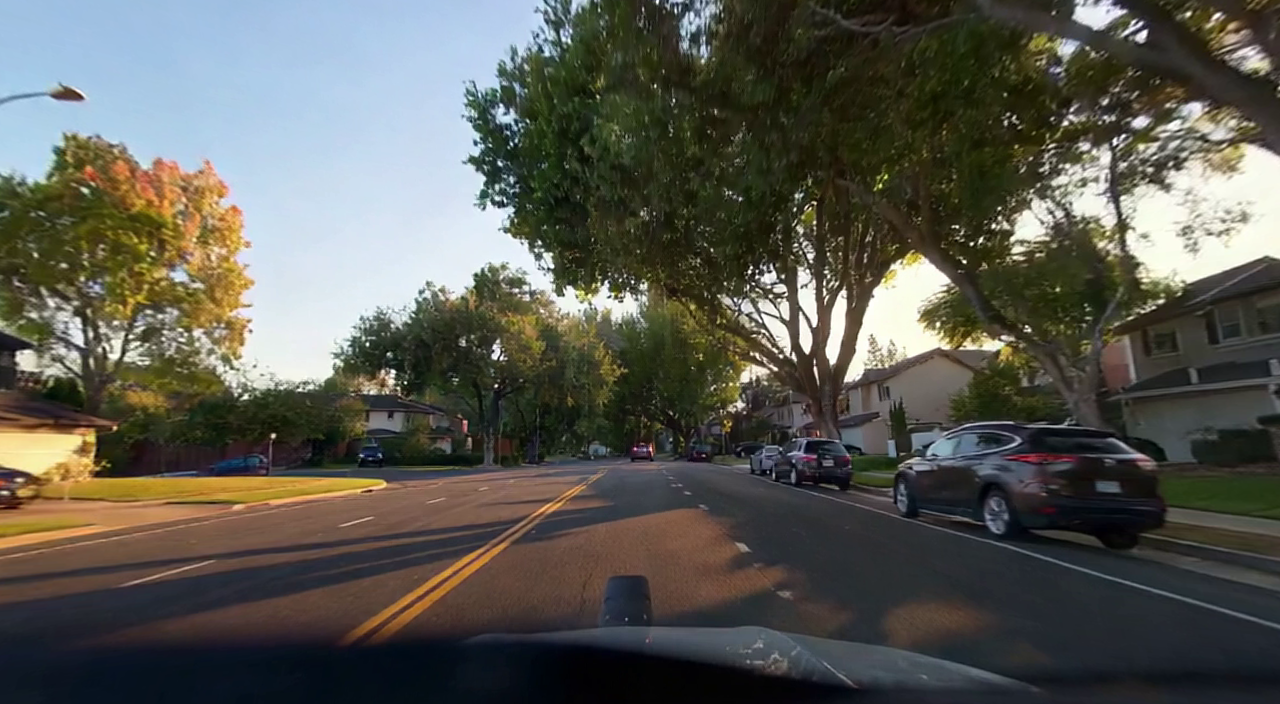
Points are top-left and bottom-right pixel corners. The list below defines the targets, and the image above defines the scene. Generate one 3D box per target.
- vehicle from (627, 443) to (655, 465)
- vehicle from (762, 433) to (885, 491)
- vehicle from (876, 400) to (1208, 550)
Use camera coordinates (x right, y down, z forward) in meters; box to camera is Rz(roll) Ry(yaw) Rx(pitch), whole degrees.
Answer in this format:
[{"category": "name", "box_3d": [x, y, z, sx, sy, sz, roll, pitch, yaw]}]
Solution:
[{"category": "vehicle", "box_3d": [0.018, 8.055, 49.823, 2.106, 1.667, 4.367, 0, -8, -1]}, {"category": "vehicle", "box_3d": [6.697, 4.113, 23.987, 2.878, 1.927, 5.774, 0, -8, 0]}, {"category": "vehicle", "box_3d": [6.601, 2.113, 11.584, 2.260, 2.046, 5.766, 0, -8, 0]}]
